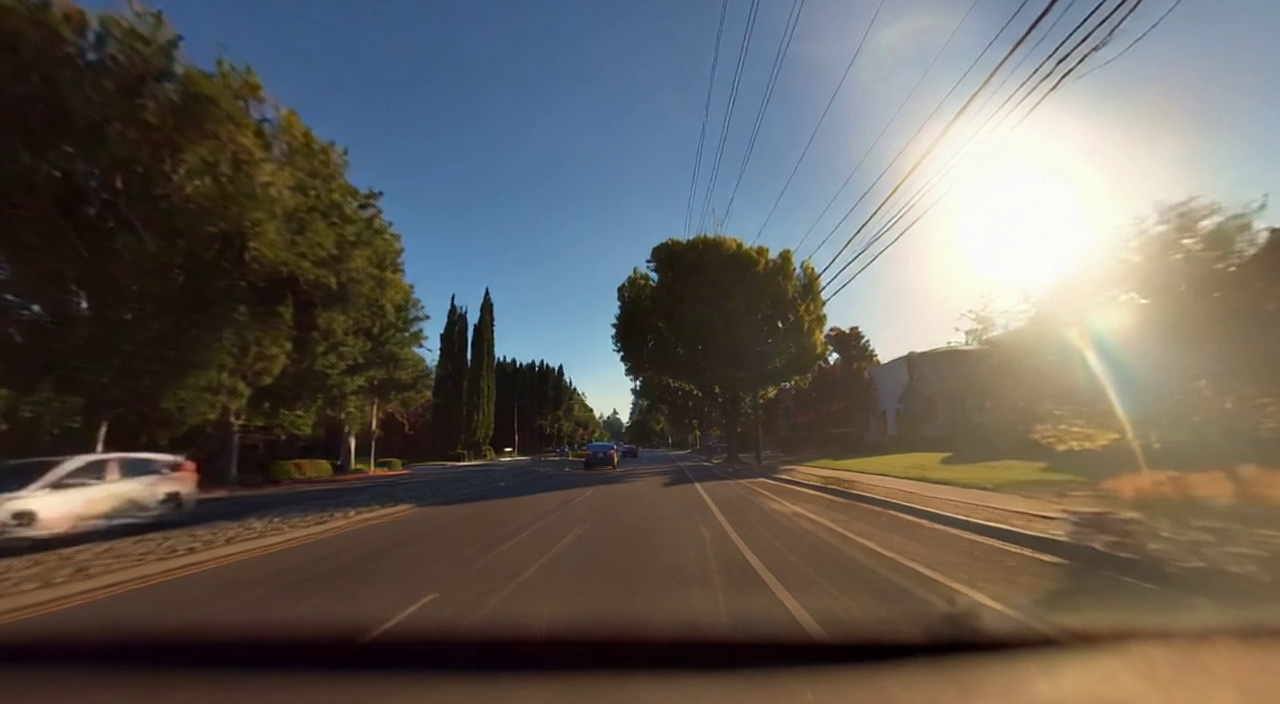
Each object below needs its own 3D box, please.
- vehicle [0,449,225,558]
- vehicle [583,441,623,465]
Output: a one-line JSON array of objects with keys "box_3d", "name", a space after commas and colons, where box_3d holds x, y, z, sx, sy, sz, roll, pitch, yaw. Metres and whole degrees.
[{"box_3d": [-10.129, 2.531, 11.361, 2.106, 1.524, 4.624, 0, -9, 0], "name": "vehicle"}, {"box_3d": [-2.302, 6.437, 40.289, 2.084, 1.466, 4.522, -1, -9, 3], "name": "vehicle"}]
